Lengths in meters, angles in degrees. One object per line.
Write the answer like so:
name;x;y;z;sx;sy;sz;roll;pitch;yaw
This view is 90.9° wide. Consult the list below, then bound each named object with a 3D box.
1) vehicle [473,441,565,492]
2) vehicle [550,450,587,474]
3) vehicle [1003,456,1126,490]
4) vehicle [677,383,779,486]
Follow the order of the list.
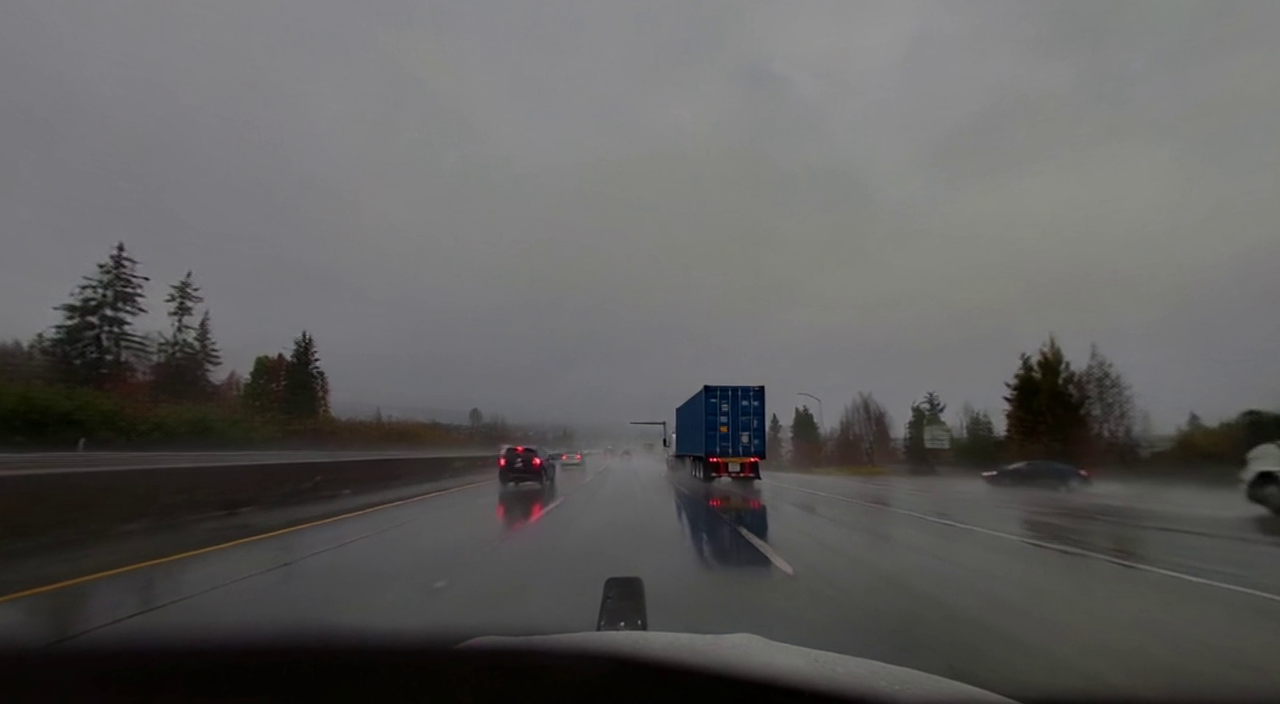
vehicle;-4.261;4.154;23.184;2.370;1.647;5.091;0;-9;0
vehicle;-4.718;7.273;41.816;2.063;1.532;3.763;0;-9;-1
vehicle;19.974;5.684;29.970;1.989;1.430;4.811;1;-9;-10
vehicle;3.819;4.233;31.282;2.821;4.046;12.876;0;-9;-2
